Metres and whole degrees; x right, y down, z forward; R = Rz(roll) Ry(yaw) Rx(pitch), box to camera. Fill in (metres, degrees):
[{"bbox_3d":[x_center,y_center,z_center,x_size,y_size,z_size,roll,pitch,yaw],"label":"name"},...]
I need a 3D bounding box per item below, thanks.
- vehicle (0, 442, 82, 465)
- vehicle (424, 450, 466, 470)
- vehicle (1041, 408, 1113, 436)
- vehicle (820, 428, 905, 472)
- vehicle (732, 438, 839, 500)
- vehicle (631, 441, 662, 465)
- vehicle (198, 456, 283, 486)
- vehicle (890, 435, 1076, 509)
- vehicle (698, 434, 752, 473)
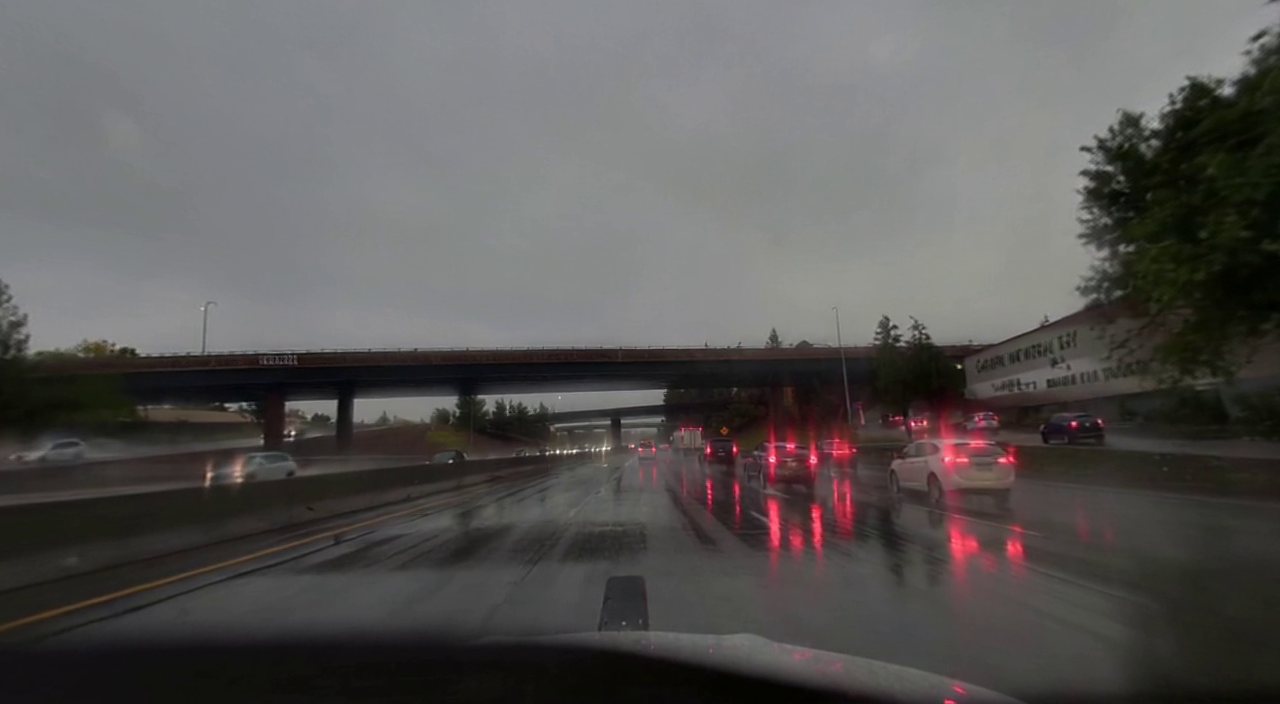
[{"bbox_3d":[-41.623,7.057,43.875,1.753,1.508,4.416,0,-8,-4],"label":"vehicle"},{"bbox_3d":[-15.233,8.451,49.462,1.897,1.468,4.391,0,-8,1],"label":"vehicle"},{"bbox_3d":[32.437,5.267,47.036,2.131,1.840,4.870,-1,-8,5],"label":"vehicle"},{"bbox_3d":[11.184,4.998,32.238,2.193,2.025,5.606,0,-8,-1],"label":"vehicle"},{"bbox_3d":[3.880,3.195,17.692,1.902,1.481,4.451,0,-8,-1],"label":"vehicle"},{"bbox_3d":[0.430,7.210,45.174,2.124,1.639,4.122,0,-8,-1],"label":"vehicle"},{"bbox_3d":[-22.873,6.800,36.337,1.832,1.483,4.565,0,-8,1],"label":"vehicle"},{"bbox_3d":[7.823,2.745,14.978,1.919,1.476,4.303,0,-8,-1],"label":"vehicle"},{"bbox_3d":[4.307,5.248,32.752,2.086,1.858,4.737,0,-8,-1],"label":"vehicle"}]
